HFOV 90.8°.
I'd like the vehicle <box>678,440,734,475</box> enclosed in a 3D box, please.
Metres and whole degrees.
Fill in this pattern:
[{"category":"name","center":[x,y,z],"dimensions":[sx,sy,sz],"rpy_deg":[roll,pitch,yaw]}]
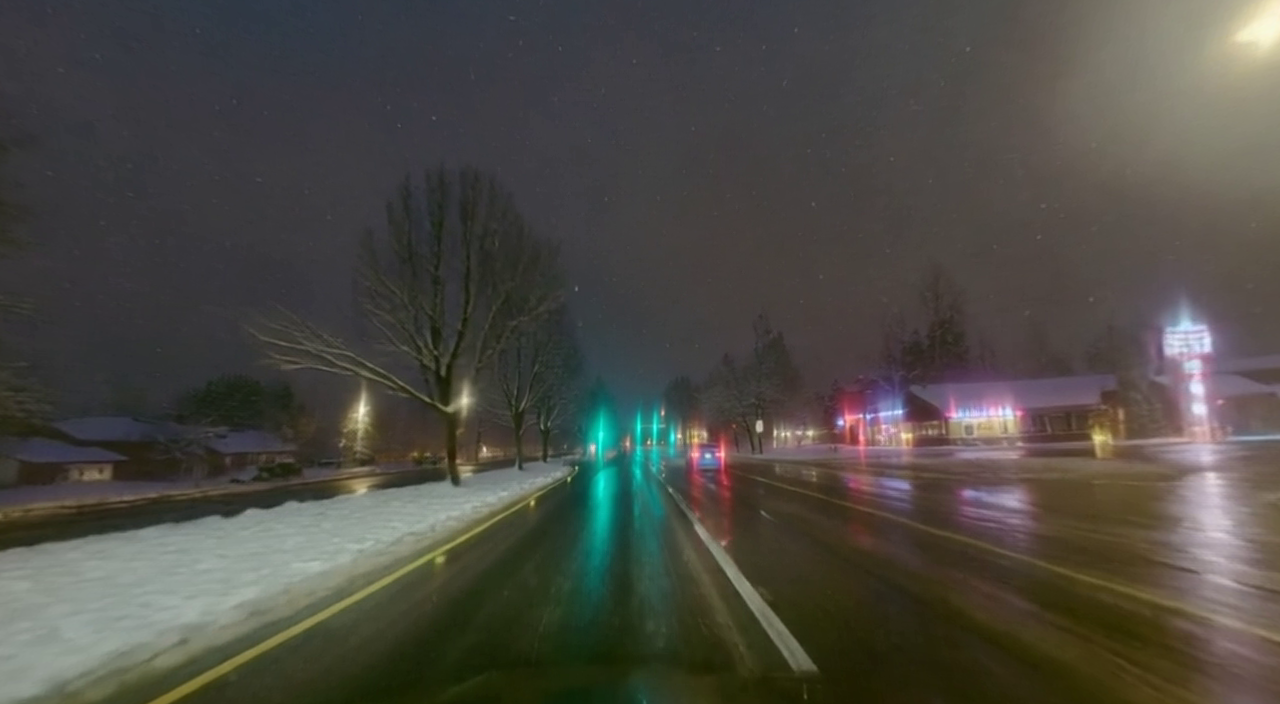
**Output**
[{"category":"vehicle","center":[2.837,4.627,28.067],"dimensions":[1.929,1.411,4.284],"rpy_deg":[0,-8,-1]}]
